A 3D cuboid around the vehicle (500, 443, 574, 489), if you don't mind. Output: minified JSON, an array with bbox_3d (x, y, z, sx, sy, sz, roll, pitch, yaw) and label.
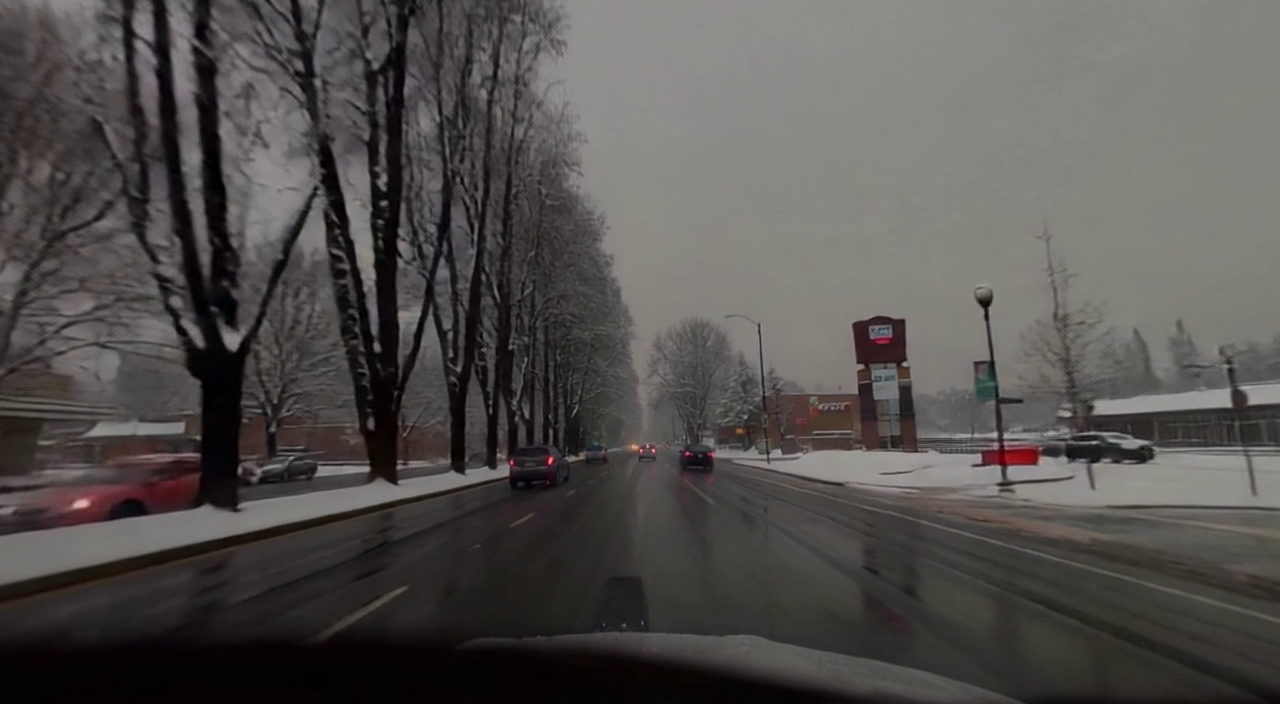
[{"bbox_3d":[-3.692,4.161,23.360,1.908,1.481,4.536,0,-9,1],"label":"vehicle"}]

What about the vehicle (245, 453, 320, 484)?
[{"bbox_3d":[-22.526,7.325,39.939,1.958,1.780,4.479,-1,-9,3],"label":"vehicle"}]

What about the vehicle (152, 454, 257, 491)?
[{"bbox_3d":[-22.775,6.301,33.250,2.040,1.757,4.730,0,-9,1],"label":"vehicle"}]

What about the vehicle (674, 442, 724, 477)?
[{"bbox_3d":[2.788,5.207,30.617,1.922,1.579,3.642,0,-9,-2],"label":"vehicle"}]

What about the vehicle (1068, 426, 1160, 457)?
[{"bbox_3d":[26.276,4.983,35.144,1.677,1.591,4.298,-1,-8,-1],"label":"vehicle"}]
